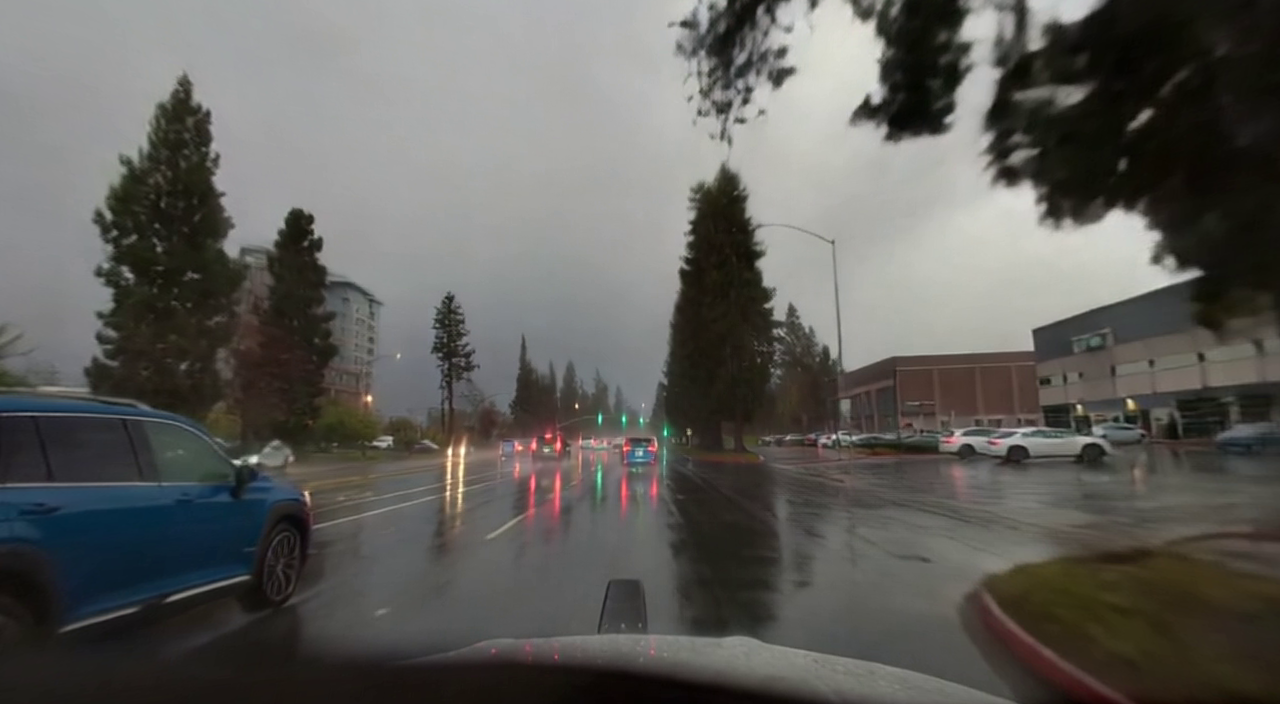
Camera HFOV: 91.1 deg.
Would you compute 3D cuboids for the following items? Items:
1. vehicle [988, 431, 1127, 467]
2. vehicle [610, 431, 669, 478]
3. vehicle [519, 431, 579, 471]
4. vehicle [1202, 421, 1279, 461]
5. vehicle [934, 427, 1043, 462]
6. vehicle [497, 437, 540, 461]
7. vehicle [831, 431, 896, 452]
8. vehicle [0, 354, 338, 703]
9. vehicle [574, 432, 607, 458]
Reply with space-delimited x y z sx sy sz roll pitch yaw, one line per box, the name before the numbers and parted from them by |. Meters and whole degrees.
vehicle | 17.580 4.097 26.590 4.460 1.449 1.959 0 -8 -2
vehicle | -0.018 3.895 24.046 2.042 1.641 4.187 0 -8 0
vehicle | -4.168 4.603 29.424 2.113 1.713 4.422 0 -8 1
vehicle | 28.835 4.062 28.638 4.367 1.763 2.015 0 -8 1
vehicle | 17.342 4.629 31.371 4.290 1.664 1.893 1 -8 -3
vehicle | -8.013 6.432 41.653 1.926 1.463 4.450 0 -8 1
vehicle | 17.593 7.075 49.532 4.329 1.656 1.873 0 -8 1
vehicle | -3.766 0.955 3.490 2.070 1.641 4.152 0 -8 0
vehicle | -3.669 6.986 47.144 2.047 1.810 4.414 0 -8 0
